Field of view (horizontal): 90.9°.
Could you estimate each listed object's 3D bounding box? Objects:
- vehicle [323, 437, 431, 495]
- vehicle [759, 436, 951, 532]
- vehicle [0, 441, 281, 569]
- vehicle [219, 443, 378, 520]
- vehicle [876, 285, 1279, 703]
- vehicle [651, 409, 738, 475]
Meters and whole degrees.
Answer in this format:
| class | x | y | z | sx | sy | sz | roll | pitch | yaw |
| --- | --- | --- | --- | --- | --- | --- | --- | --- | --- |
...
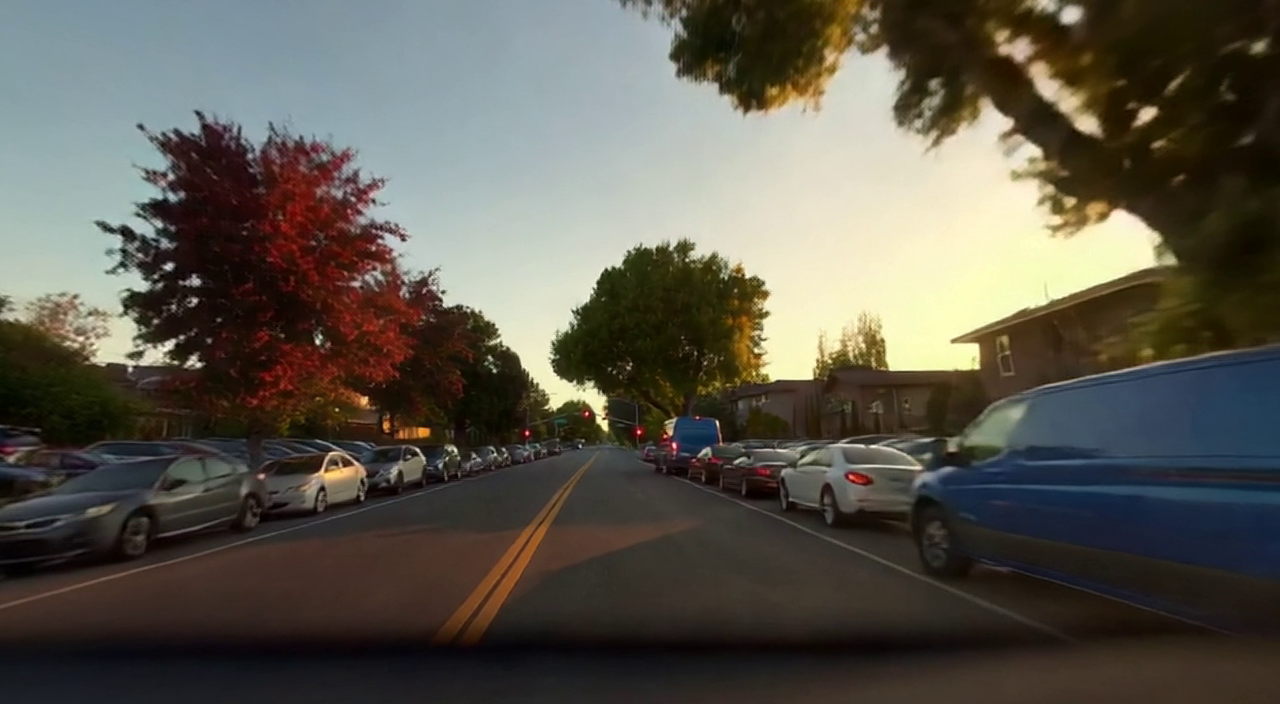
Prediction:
| class | x | y | z | sx | sy | sz | roll | pitch | yaw |
| --- | --- | --- | --- | --- | --- | --- | --- | --- | --- |
| vehicle | -8.277 | 3.568 | 20.294 | 1.874 | 1.607 | 4.174 | 0 | -8 | -4 |
| vehicle | 3.729 | 2.334 | 11.918 | 1.804 | 1.453 | 4.462 | 1 | -8 | -4 |
| vehicle | -7.580 | 2.138 | 9.719 | 1.950 | 1.489 | 4.214 | 0 | -8 | -6 |
| vehicle | -7.814 | 2.935 | 14.912 | 1.775 | 1.433 | 4.011 | -1 | -7 | -4 |
| vehicle | 4.109 | 0.914 | 4.336 | 2.309 | 2.035 | 6.647 | 0 | -8 | -1 |
| vehicle | 2.465 | 4.428 | 31.142 | 3.089 | 2.882 | 6.770 | 1 | -8 | -5 |
